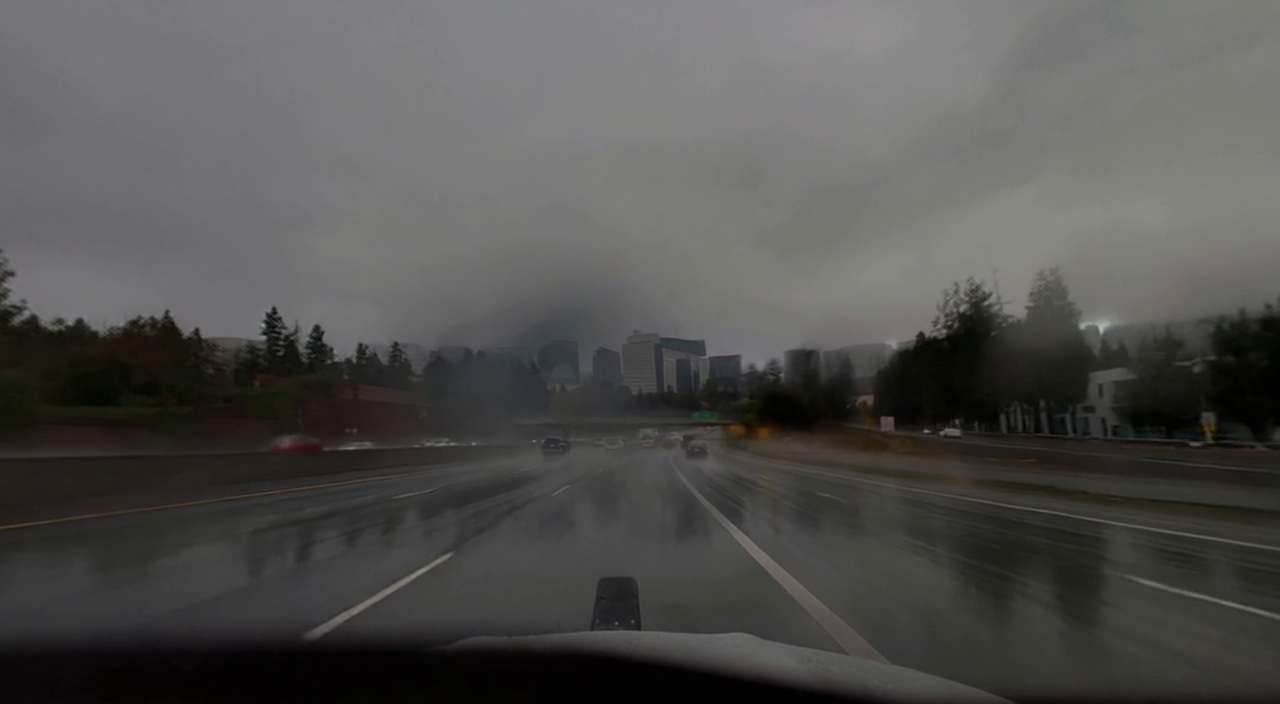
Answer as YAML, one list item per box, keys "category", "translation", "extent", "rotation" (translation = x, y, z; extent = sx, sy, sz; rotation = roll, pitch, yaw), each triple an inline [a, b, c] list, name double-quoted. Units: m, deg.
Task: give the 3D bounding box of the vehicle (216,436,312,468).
- category: "vehicle"
  translation: [-22.946, 6.127, 38.913]
  extent: [2.160, 1.808, 5.734]
  rotation: [0, -9, 2]

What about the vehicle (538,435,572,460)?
- category: "vehicle"
  translation: [-6.597, 7.477, 49.386]
  extent: [2.009, 1.850, 4.338]
  rotation: [0, -9, 1]

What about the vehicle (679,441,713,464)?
- category: "vehicle"
  translation: [3.717, 6.743, 42.522]
  extent: [1.967, 1.475, 4.080]
  rotation: [0, -9, 1]
